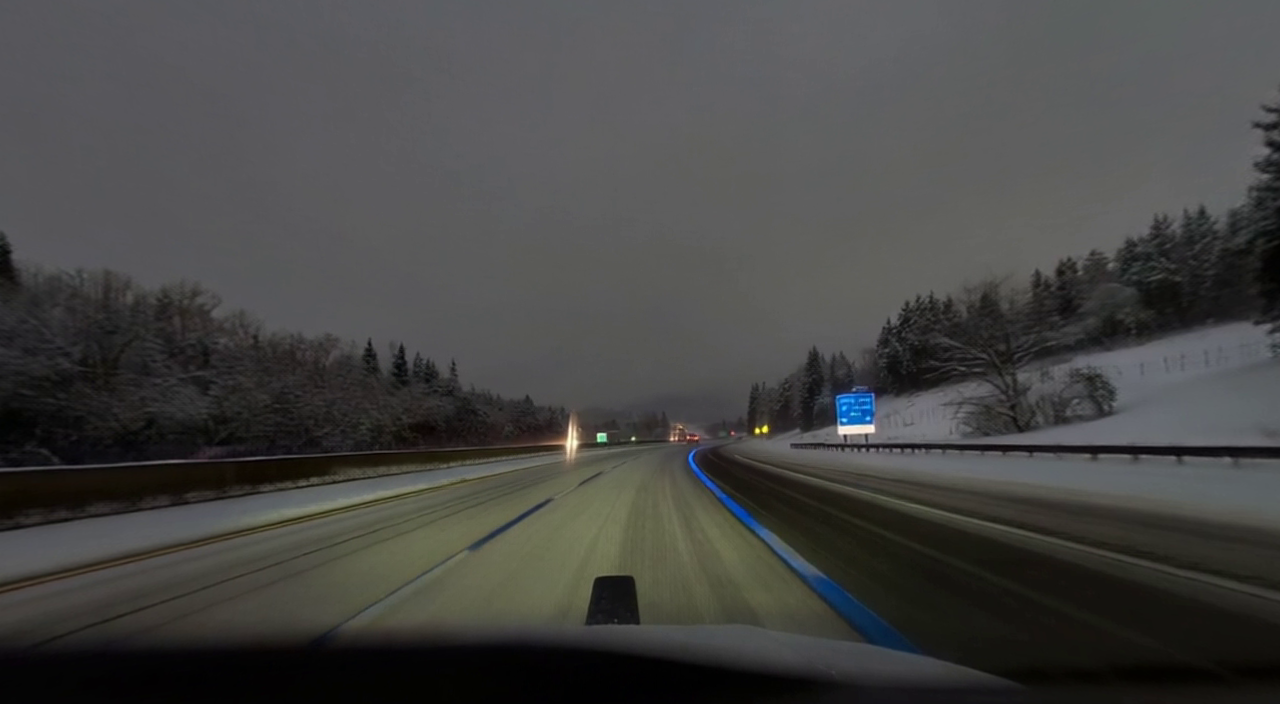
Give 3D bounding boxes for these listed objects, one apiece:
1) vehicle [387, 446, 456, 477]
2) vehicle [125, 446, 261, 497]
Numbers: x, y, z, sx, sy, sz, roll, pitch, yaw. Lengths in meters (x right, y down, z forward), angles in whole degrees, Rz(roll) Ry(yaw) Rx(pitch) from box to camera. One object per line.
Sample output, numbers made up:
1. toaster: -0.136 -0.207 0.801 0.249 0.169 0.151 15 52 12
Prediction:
1. vehicle: -11.774 5.896 34.264 1.995 1.532 4.395 -1 -8 3
2. vehicle: -16.611 4.421 23.712 1.905 1.670 4.244 -1 -8 2
